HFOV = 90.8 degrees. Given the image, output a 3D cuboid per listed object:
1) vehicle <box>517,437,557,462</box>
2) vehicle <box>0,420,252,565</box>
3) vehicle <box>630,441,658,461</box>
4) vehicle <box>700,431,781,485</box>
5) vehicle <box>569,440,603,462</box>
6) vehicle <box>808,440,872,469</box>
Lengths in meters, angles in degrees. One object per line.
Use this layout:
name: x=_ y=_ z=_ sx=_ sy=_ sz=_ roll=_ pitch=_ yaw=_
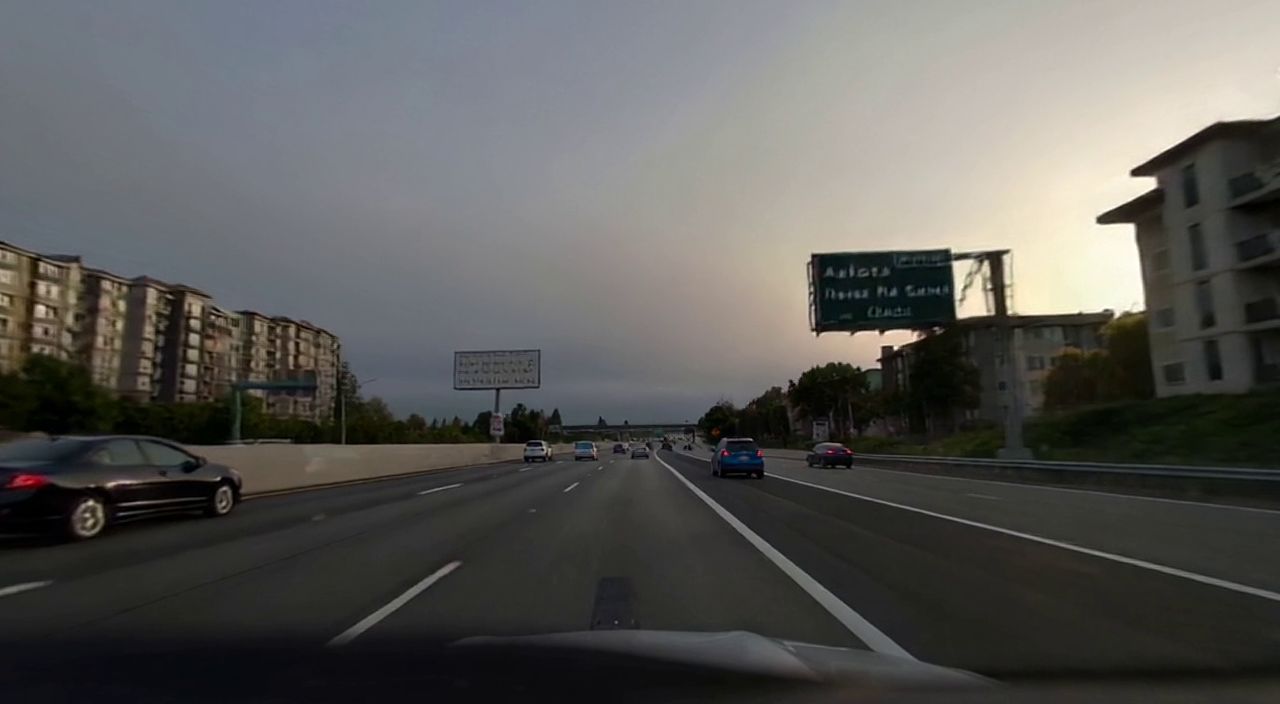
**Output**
vehicle: x=-7.478 y=7.121 z=46.288 sx=2.057 sy=1.733 sz=4.589 roll=0 pitch=-9 yaw=1
vehicle: x=-7.666 y=1.748 z=8.491 sx=2.021 sy=1.496 sz=4.495 roll=0 pitch=-9 yaw=0
vehicle: x=0.268 y=7.406 z=47.185 sx=1.992 sy=1.431 sz=4.055 roll=0 pitch=-9 yaw=0
vehicle: x=3.412 y=3.695 z=22.316 sx=2.080 sy=1.694 sz=4.286 roll=0 pitch=-9 yaw=-1
vehicle: x=-3.757 y=7.000 z=44.588 sx=2.002 sy=1.466 sz=4.378 roll=0 pitch=-9 yaw=0
vehicle: x=10.953 y=5.648 z=34.985 sx=2.061 sy=1.459 sz=4.273 roll=0 pitch=-9 yaw=-1
